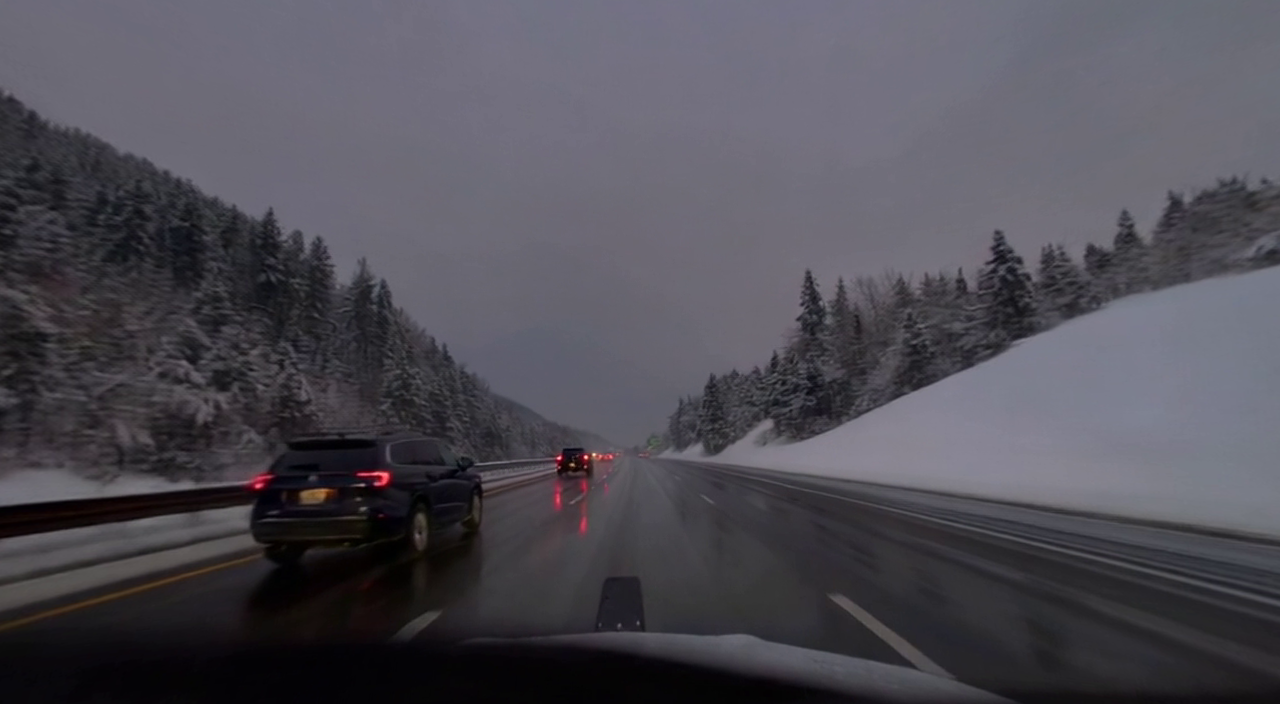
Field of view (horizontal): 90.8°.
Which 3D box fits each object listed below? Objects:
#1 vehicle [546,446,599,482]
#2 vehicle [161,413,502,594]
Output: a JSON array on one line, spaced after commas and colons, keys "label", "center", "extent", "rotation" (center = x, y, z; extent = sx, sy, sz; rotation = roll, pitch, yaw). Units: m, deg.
[{"label": "vehicle", "center": [-3.038, 5.125, 29.101], "extent": [1.944, 1.548, 4.051], "rotation": [0, -9, 1]}, {"label": "vehicle", "center": [-3.477, 1.819, 8.429], "extent": [2.147, 1.708, 4.630], "rotation": [0, -9, 1]}]
